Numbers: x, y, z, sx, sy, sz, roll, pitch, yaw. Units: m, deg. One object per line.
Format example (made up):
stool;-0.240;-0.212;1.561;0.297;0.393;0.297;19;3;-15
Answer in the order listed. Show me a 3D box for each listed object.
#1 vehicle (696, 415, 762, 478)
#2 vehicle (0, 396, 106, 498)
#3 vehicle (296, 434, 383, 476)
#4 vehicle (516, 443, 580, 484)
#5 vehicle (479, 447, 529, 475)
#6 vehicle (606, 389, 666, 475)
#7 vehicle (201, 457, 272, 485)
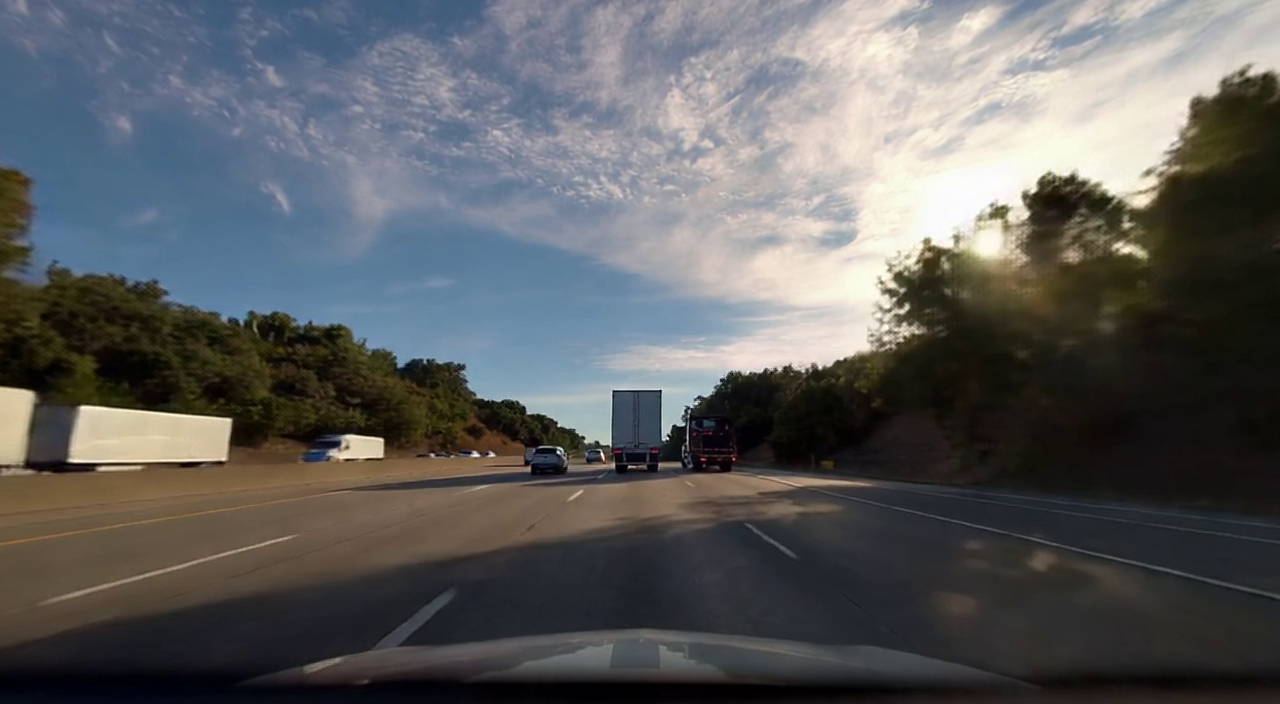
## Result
vehicle;4.296;4.685;31.156;2.565;2.902;3.798;0;-9;-1
vehicle;-26.513;3.960;26.143;2.982;3.939;6.283;0;-9;-1
vehicle;-19.197;6.652;40.759;2.232;2.446;6.951;0;-9;0
vehicle;-3.794;4.673;26.616;2.061;1.555;3.900;0;-9;0
vehicle;-7.573;6.126;35.504;1.926;1.482;3.959;0;-9;1
vehicle;-0.293;4.763;36.155;2.875;4.056;12.312;0;-9;-1
vehicle;-22.588;6.659;35.417;1.628;1.403;3.574;0;-9;-1
